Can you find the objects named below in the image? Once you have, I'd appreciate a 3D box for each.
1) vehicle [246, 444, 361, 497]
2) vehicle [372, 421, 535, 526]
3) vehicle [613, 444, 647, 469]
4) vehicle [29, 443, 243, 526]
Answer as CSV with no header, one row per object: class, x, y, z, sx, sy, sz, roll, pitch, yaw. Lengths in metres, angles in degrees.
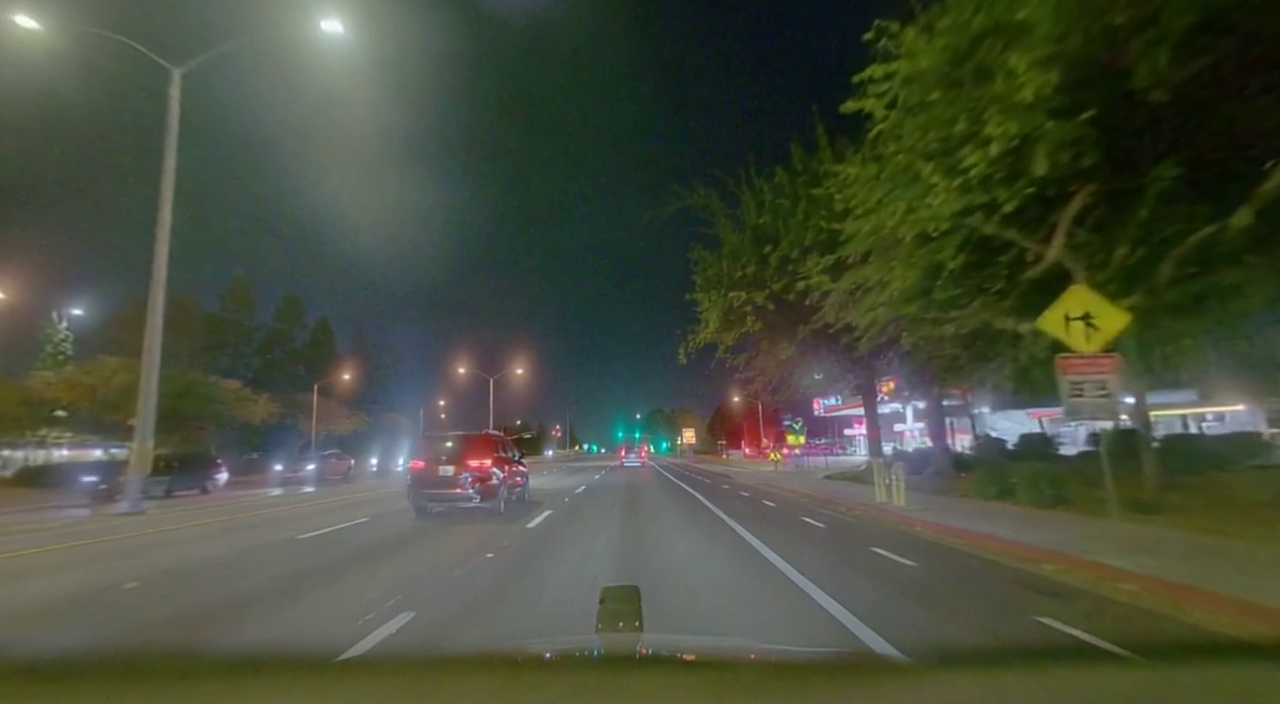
vehicle,-11.893,4.158,22.691,1.861,1.550,4.321,-4,-8,-1
vehicle,-3.567,2.412,13.112,1.985,1.772,4.479,0,-8,0
vehicle,-0.663,7.332,44.581,2.190,1.662,4.167,0,-8,2
vehicle,-11.838,3.064,15.311,1.843,1.512,4.221,-3,-7,-2
